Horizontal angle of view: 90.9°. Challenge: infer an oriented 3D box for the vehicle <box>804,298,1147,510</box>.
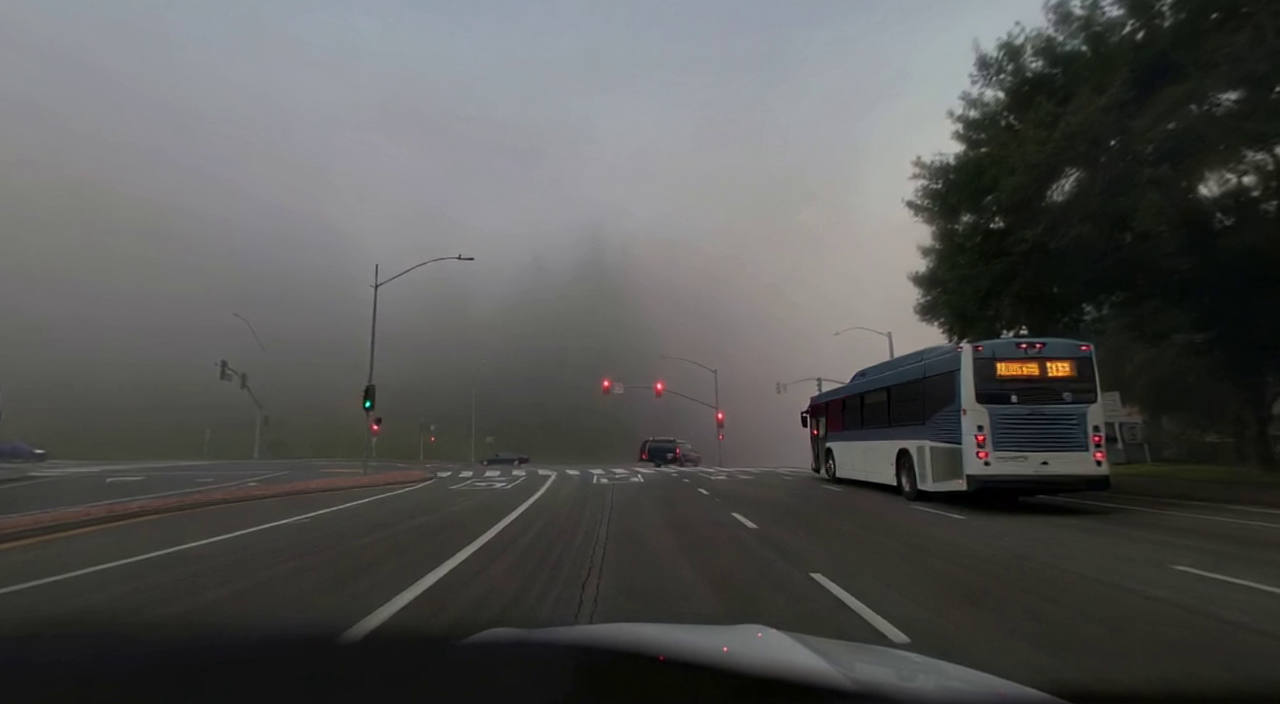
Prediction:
[{"bbox_3d":[8.027,1.918,18.619,2.916,4.009,13.397,0,-8,1],"label":"vehicle"}]
